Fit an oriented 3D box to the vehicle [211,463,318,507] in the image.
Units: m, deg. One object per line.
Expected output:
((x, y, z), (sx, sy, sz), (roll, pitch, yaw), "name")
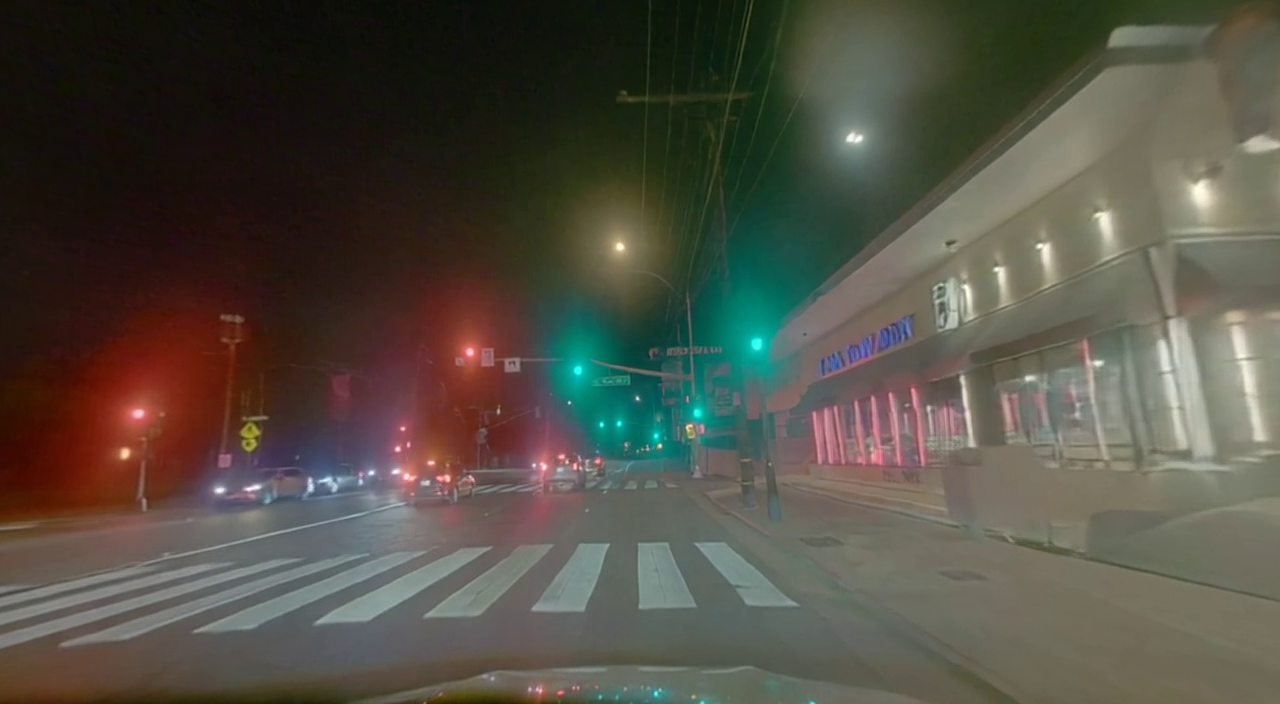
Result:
((-15.414, 5.451, 26.161), (1.955, 1.500, 4.458), (1, -9, -4), "vehicle")

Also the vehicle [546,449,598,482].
((-3.310, 5.620, 31.443), (2.147, 1.472, 4.406), (0, -9, 0), "vehicle")

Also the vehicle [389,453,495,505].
((-6.350, 4.095, 20.813), (1.960, 1.479, 4.654), (0, -9, 1), "vehicle")

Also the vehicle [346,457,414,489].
((-15.225, 7.074, 37.119), (2.139, 1.692, 4.099), (0, -9, 1), "vehicle")
